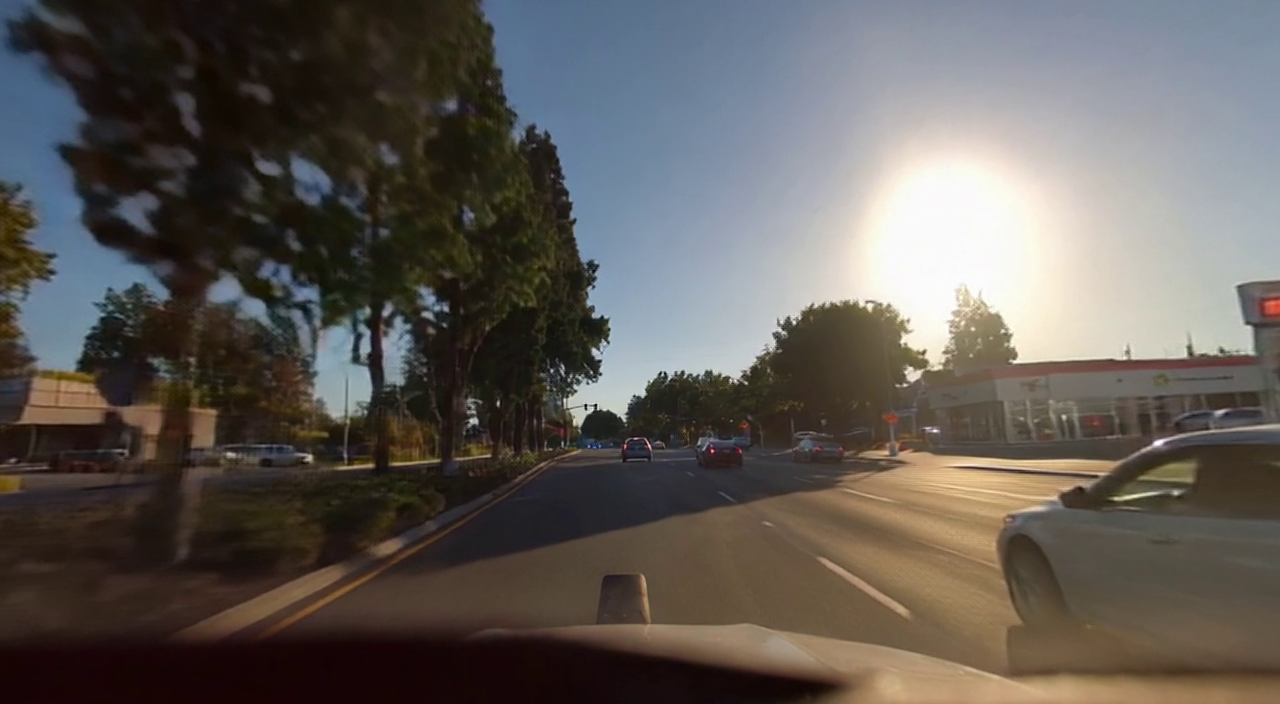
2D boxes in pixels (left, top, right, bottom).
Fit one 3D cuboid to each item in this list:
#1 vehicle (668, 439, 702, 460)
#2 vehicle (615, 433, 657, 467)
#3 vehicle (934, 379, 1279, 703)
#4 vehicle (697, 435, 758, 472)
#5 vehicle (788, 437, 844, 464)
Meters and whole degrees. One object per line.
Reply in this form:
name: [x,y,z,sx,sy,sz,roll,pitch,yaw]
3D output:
vehicle: [3.237,7.163,46.140,2.114,1.473,4.495,0,-8,-1]
vehicle: [-0.233,5.350,34.313,2.172,1.694,4.055,0,-8,-1]
vehicle: [3.575,0.940,2.926,2.119,1.509,4.756,0,-8,0]
vehicle: [3.843,4.554,28.259,1.980,1.515,4.362,0,-8,-2]
vehicle: [10.022,5.656,36.129,1.906,1.488,4.251,0,-8,-1]
